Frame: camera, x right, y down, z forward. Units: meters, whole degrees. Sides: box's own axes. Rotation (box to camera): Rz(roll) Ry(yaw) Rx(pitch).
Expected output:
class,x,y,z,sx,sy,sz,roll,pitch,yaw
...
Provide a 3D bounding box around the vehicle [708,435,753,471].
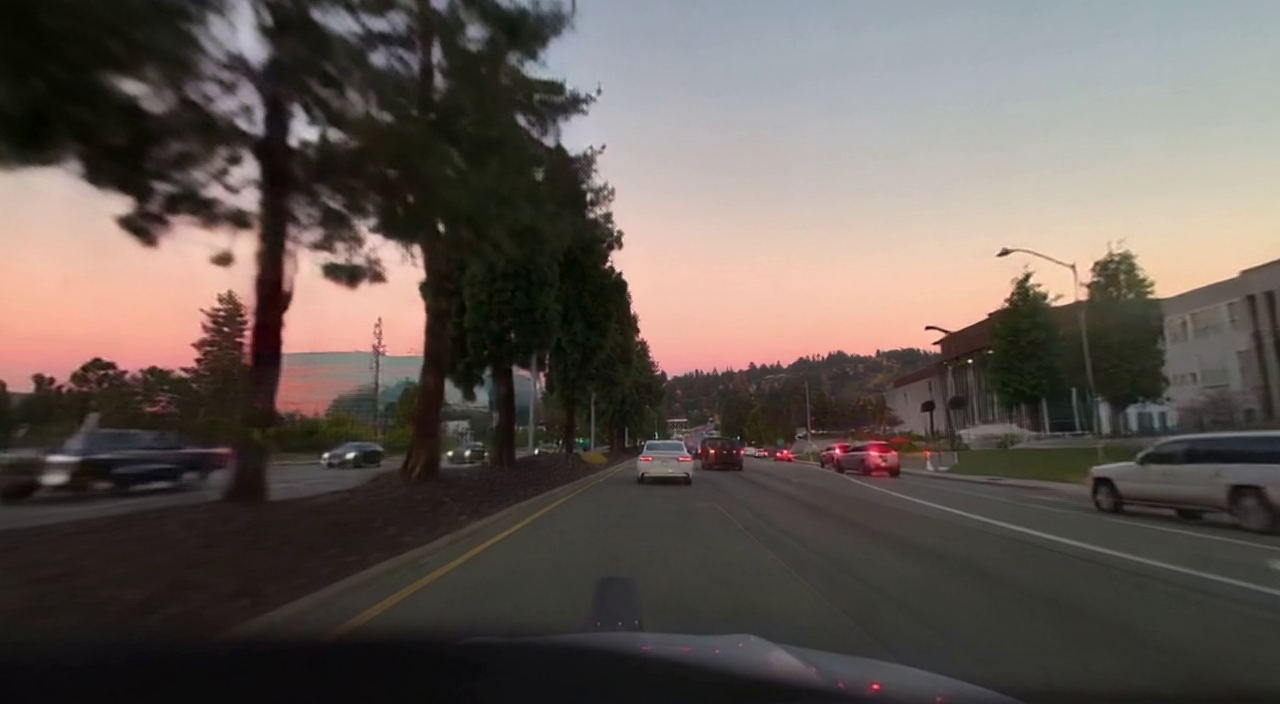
class,x,y,z,sx,sy,sz,roll,pitch,yaw
vehicle,4.859,5.499,34.379,1.976,1.796,4.159,0,-8,2

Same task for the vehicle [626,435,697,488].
class,x,y,z,sx,sy,sz,roll,pitch,yaw
vehicle,0.718,3.676,21.435,2.145,1.603,4.369,0,-8,2

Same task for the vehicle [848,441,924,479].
class,x,y,z,sx,sy,sz,roll,pitch,yaw
vehicle,12.417,5.466,32.168,2.106,1.719,4.830,0,-9,2

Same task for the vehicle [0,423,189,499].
class,x,y,z,sx,sy,sz,roll,pitch,yaw
vehicle,-12.805,2.474,14.596,1.785,1.503,3.885,0,-8,0

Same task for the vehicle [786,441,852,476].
class,x,y,z,sx,sy,sz,roll,pitch,yaw
vehicle,8.279,4.959,29.596,1.928,1.488,4.361,0,-8,2

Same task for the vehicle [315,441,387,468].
class,x,y,z,sx,sy,sz,roll,pitch,yaw
vehicle,-16.747,5.944,36.776,1.874,1.441,4.625,0,-8,2

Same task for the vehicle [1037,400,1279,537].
class,x,y,z,sx,sy,sz,roll,pitch,yaw
vehicle,11.085,2.148,12.069,2.493,2.084,6.892,0,-8,1
